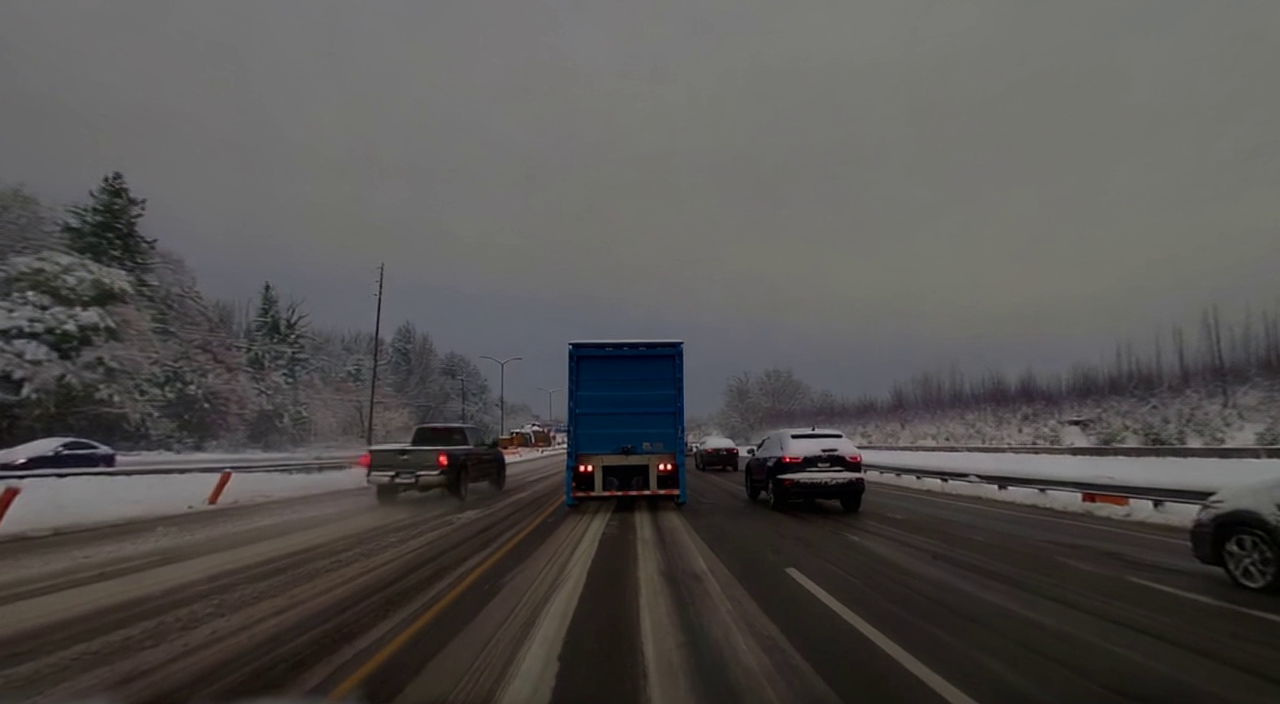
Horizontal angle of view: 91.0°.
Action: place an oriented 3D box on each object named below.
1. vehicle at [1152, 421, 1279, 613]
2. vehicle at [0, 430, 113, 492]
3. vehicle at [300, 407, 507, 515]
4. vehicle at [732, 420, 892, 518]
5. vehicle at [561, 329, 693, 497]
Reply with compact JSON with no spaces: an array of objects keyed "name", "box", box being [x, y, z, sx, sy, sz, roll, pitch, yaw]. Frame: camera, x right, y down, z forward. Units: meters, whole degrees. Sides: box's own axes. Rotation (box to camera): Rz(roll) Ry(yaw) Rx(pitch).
[{"name":"vehicle","box":[6.724,1.256,4.283,2.070,1.632,4.774,2,-9,-8]},{"name":"vehicle","box":[-21.331,3.734,22.014,4.632,1.852,2.033,0,-8,16]},{"name":"vehicle","box":[-5.005,2.465,14.667,2.421,1.965,5.980,0,-9,1]},{"name":"vehicle","box":[3.387,2.410,13.387,2.103,1.713,4.173,1,-9,-2]},{"name":"vehicle","box":[-0.475,2.170,19.862,3.067,3.940,10.154,1,-9,-2]}]
